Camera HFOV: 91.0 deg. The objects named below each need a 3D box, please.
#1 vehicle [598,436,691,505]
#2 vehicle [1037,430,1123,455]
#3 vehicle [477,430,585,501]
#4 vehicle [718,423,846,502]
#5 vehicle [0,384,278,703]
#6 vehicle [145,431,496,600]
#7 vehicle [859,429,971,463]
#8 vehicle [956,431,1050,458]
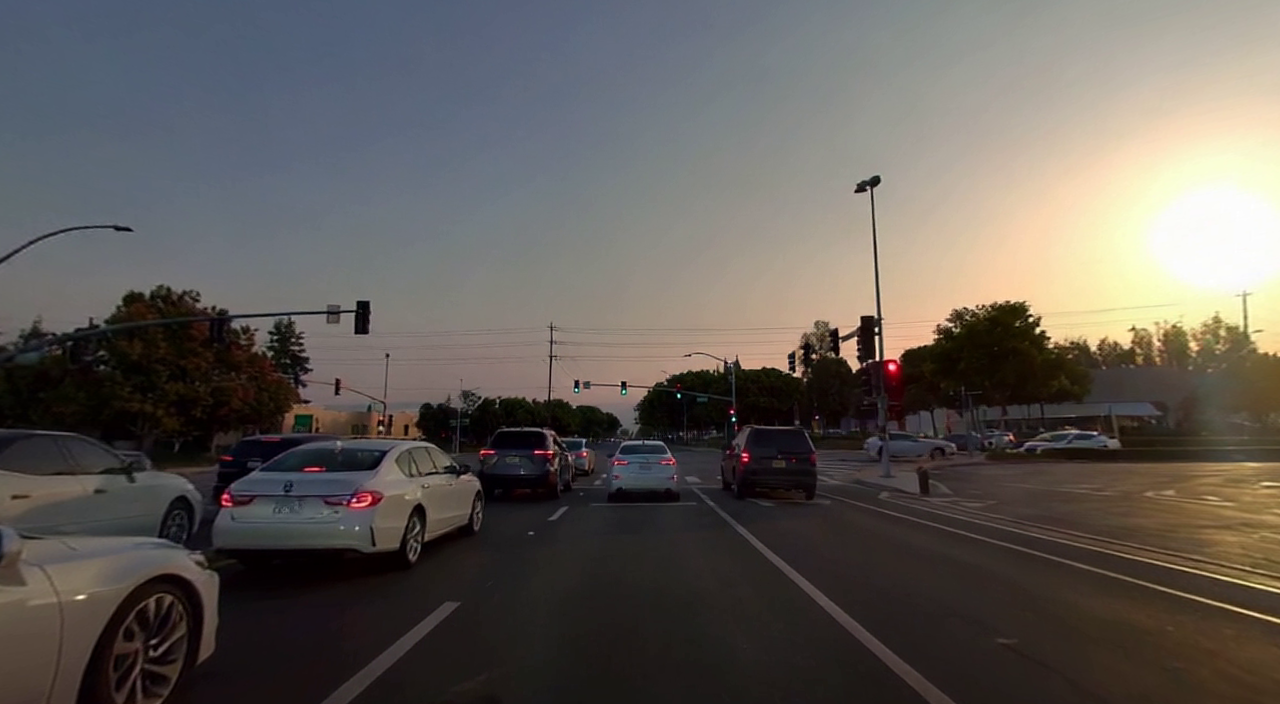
[{"bbox_3d":[0.142,2.913,15.835,2.032,1.499,3.994,0,-9,1],"label":"vehicle"},{"bbox_3d":[30.588,6.347,43.857,4.432,1.680,1.932,0,-9,2],"label":"vehicle"},{"bbox_3d":[-2.825,3.080,17.360,2.072,1.694,4.070,0,-9,2],"label":"vehicle"},{"bbox_3d":[3.348,2.734,15.871,2.076,1.691,4.402,0,-9,-2],"label":"vehicle"},{"bbox_3d":[-3.077,0.698,0.816,2.249,1.517,4.951,0,-9,0],"label":"vehicle"},{"bbox_3d":[-3.335,1.785,7.810,2.014,1.472,4.357,0,-9,1],"label":"vehicle"},{"bbox_3d":[15.724,5.462,36.299,5.504,1.821,2.173,-3,-9,13],"label":"vehicle"},{"bbox_3d":[23.353,5.974,40.673,4.781,1.700,1.986,0,-9,1],"label":"vehicle"}]
